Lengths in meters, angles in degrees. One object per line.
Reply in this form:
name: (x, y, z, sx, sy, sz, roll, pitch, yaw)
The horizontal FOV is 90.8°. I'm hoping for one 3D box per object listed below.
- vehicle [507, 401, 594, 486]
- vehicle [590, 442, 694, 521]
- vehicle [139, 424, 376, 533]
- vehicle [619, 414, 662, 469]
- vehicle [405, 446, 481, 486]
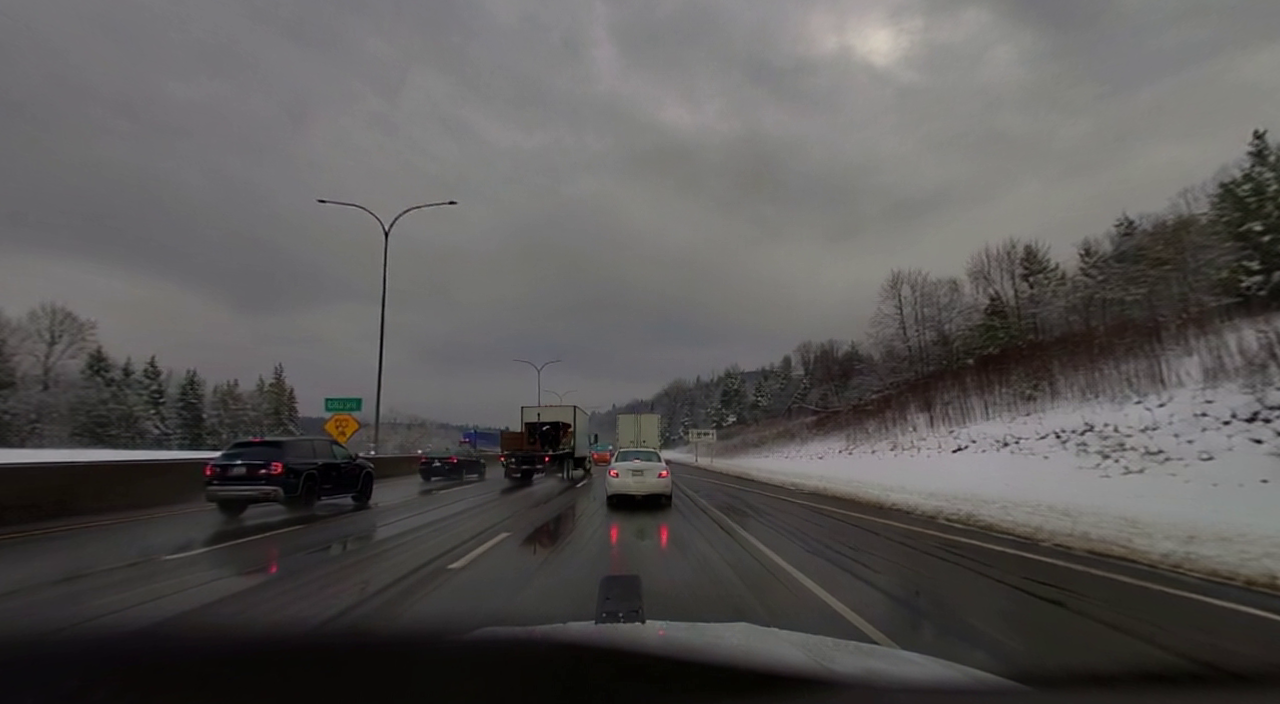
vehicle: (-3.832, 4.220, 28.948, 2.812, 3.342, 7.248, -1, -9, 1)
vehicle: (0.017, 2.774, 13.981, 1.995, 1.495, 3.380, 0, -9, -1)
vehicle: (-7.206, 2.413, 12.576, 1.952, 1.746, 4.332, -1, -9, 1)
vehicle: (0.018, 6.985, 49.074, 3.072, 3.947, 6.976, 0, -9, 0)
vehicle: (-8.079, 4.689, 26.218, 1.880, 1.512, 3.758, -1, -9, 1)
